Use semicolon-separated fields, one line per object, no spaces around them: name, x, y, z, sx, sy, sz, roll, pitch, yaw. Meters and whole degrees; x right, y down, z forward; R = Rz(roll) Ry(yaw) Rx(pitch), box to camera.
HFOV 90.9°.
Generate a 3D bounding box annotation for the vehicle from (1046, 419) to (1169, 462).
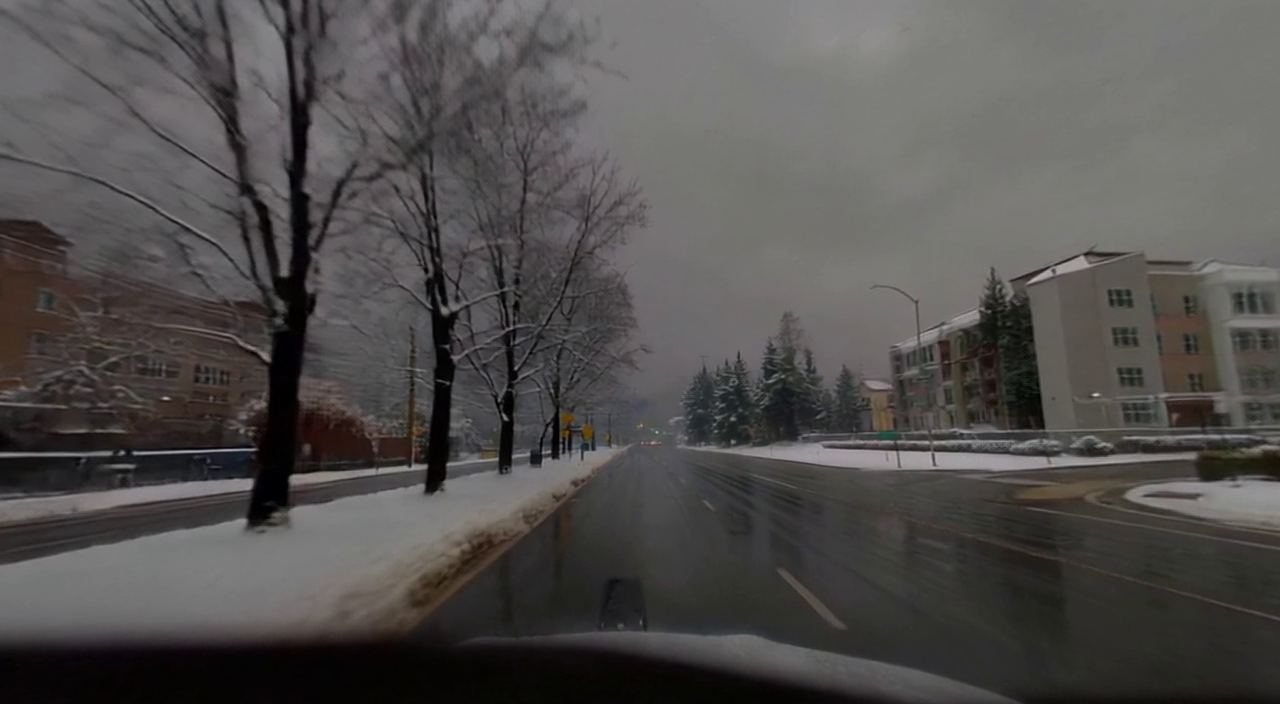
vehicle;27.571;5.269;37.562;2.186;2.298;5.989;1;-8;-7
